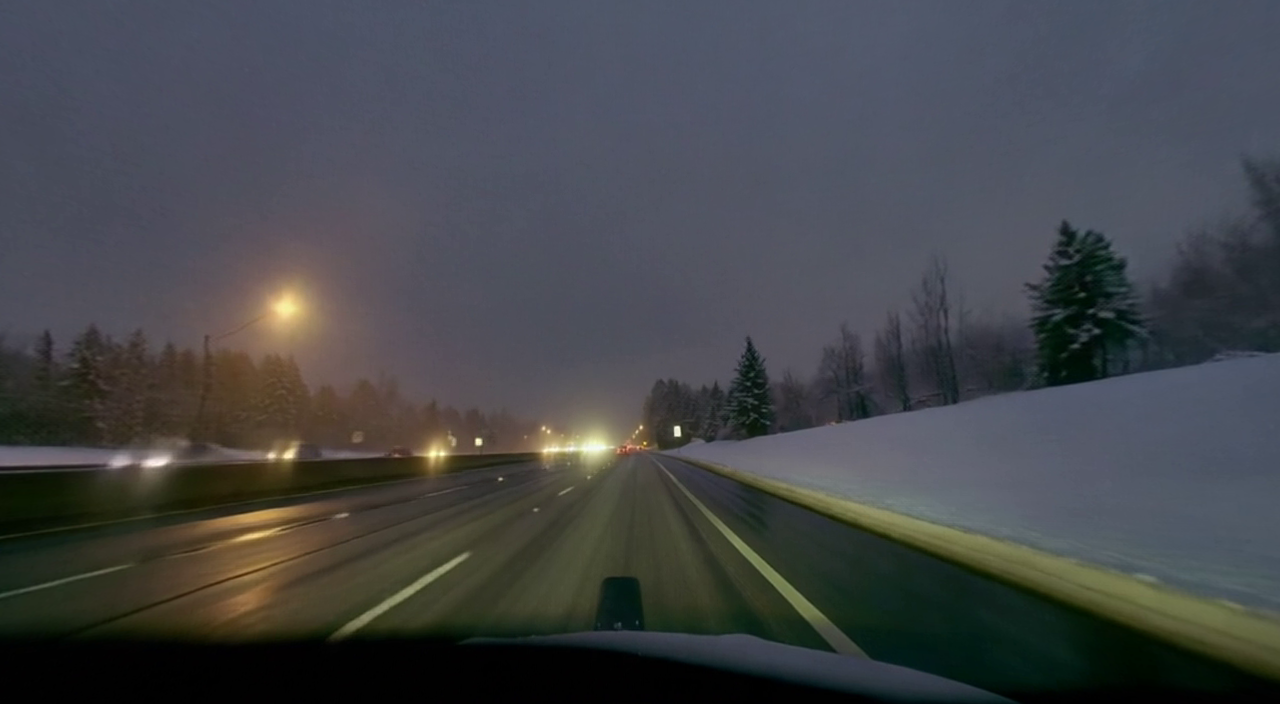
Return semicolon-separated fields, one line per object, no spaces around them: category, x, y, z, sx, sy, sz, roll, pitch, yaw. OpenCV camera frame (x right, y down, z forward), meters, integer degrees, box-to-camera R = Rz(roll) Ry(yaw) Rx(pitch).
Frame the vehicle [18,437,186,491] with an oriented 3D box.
vehicle;-19.396;4.039;23.066;2.064;1.750;4.641;0;-9;-1

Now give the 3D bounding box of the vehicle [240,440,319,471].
vehicle;-23.160;6.668;40.674;2.105;1.887;4.821;0;-9;1
